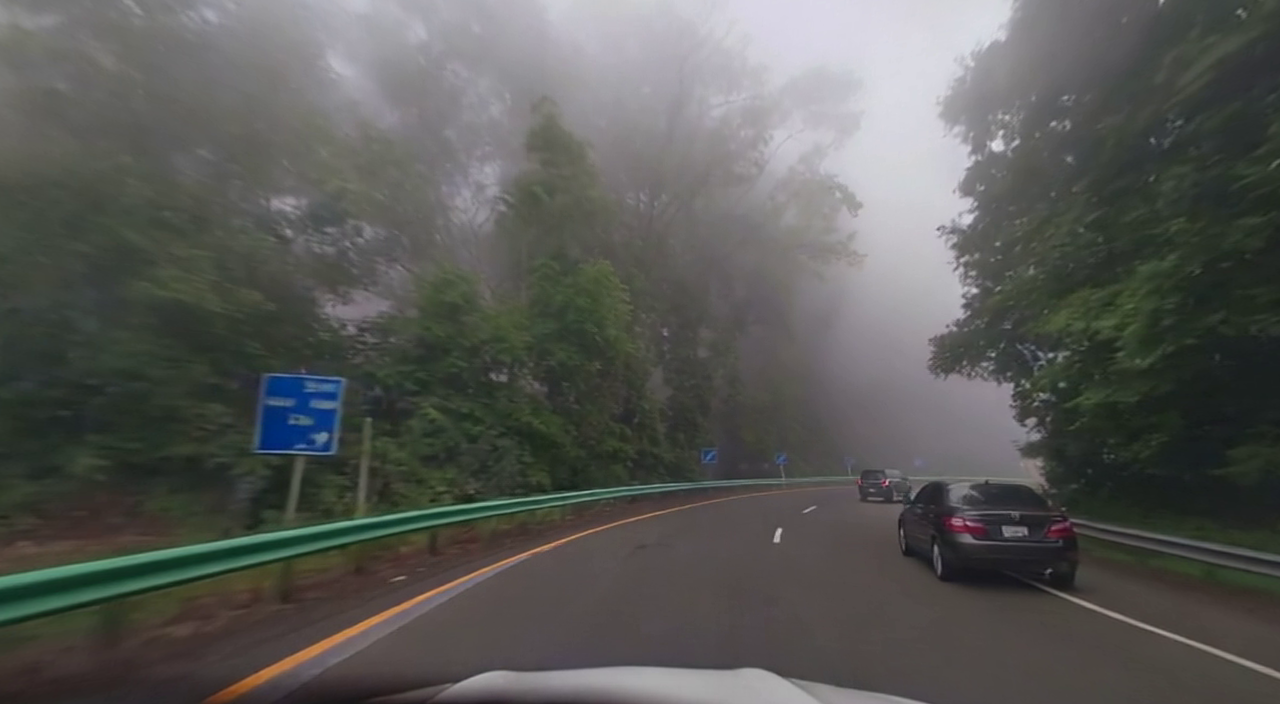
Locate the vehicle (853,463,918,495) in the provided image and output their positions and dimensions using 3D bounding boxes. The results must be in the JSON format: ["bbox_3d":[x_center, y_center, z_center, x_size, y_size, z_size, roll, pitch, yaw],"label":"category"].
[{"bbox_3d":[12.719,6.529,32.547,1.992,1.503,3.793,-7,-13,39],"label":"vehicle"}]

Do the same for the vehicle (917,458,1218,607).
[{"bbox_3d":[5.761,2.424,9.296,2.023,1.593,4.105,-1,-10,9],"label":"vehicle"}]
